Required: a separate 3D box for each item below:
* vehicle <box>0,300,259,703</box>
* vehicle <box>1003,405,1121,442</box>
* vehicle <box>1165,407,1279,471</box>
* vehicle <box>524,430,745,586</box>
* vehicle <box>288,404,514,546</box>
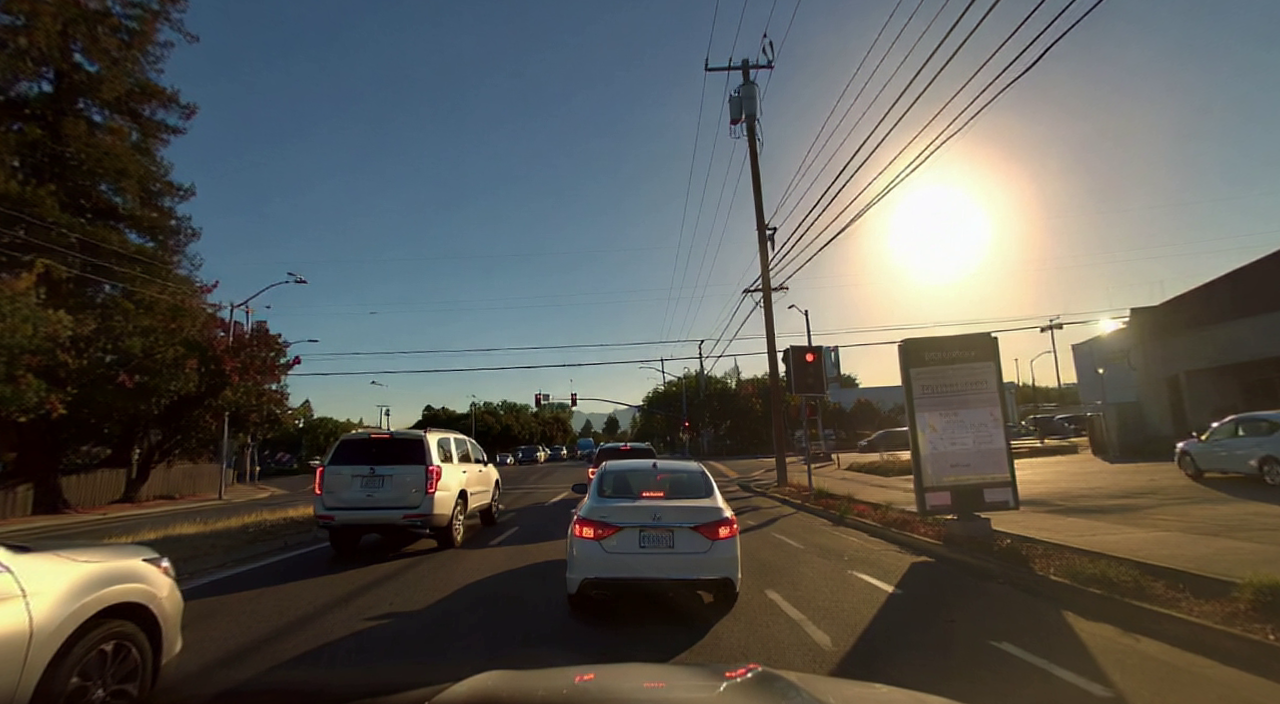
[{"bbox_3d":[-3.583,0.633,1.518,2.085,1.943,5.053,0,-8,1],"label":"vehicle"},{"bbox_3d":[26.920,4.615,40.503,5.782,2.286,2.223,-1,-9,5],"label":"vehicle"},{"bbox_3d":[17.026,2.541,18.265,1.858,1.622,4.491,-5,-10,28],"label":"vehicle"},{"bbox_3d":[-0.104,1.802,8.137,2.121,1.474,3.968,0,-8,-2],"label":"vehicle"},{"bbox_3d":[-3.844,2.088,11.366,2.147,1.963,4.927,0,-8,0],"label":"vehicle"}]
